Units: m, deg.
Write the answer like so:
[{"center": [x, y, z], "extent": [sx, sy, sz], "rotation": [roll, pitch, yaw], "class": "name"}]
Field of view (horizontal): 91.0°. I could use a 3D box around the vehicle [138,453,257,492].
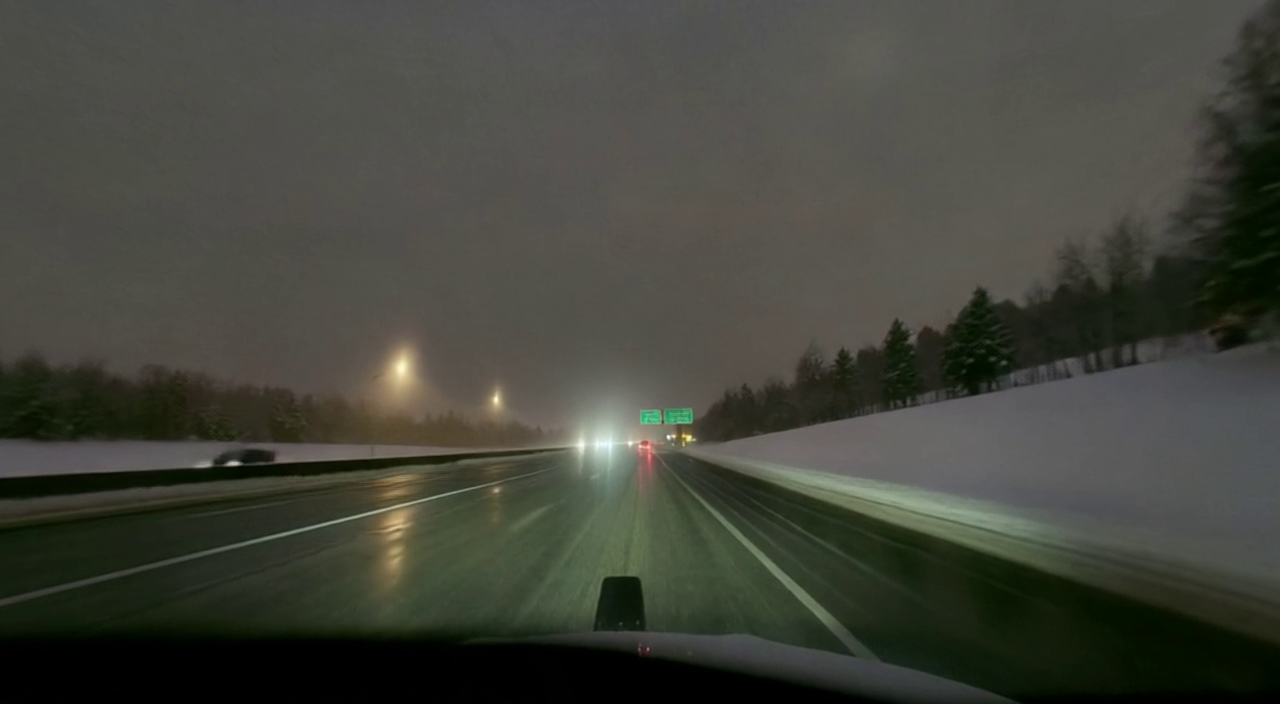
[{"center": [-20.185, 5.471, 29.052], "extent": [1.899, 1.557, 4.767], "rotation": [-1, -9, 2], "class": "vehicle"}]
